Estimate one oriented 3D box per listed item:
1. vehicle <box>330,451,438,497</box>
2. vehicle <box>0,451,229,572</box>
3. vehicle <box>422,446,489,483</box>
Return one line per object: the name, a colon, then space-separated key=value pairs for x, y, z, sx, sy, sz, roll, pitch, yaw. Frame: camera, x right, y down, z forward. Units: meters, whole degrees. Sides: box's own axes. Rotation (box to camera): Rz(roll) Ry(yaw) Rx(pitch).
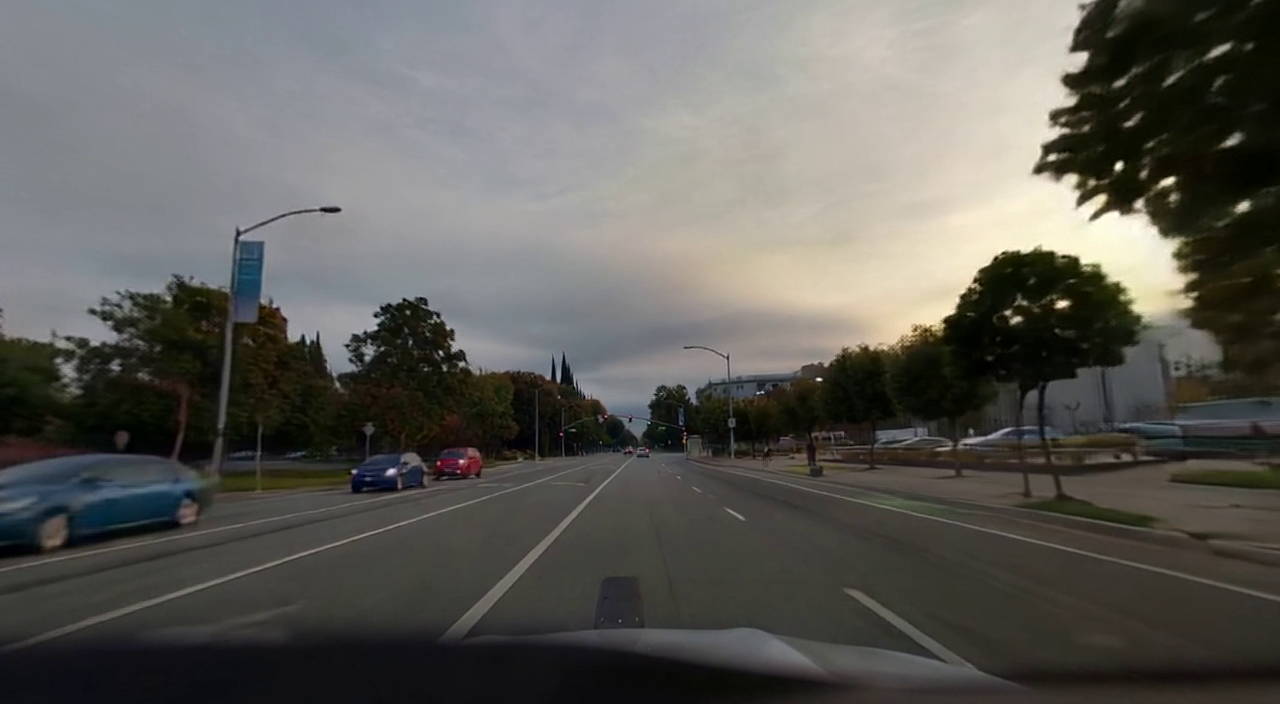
vehicle: x=-8.919 y=4.281 z=22.490 sx=1.940 sy=1.452 sz=4.441 roll=0 pitch=-9 yaw=1
vehicle: x=-8.861 y=2.290 z=9.850 sx=1.959 sy=1.469 sz=4.369 roll=0 pitch=-9 yaw=0
vehicle: x=-9.152 y=5.587 z=31.703 sx=2.066 sy=1.709 sz=4.509 roll=0 pitch=-9 yaw=-1
